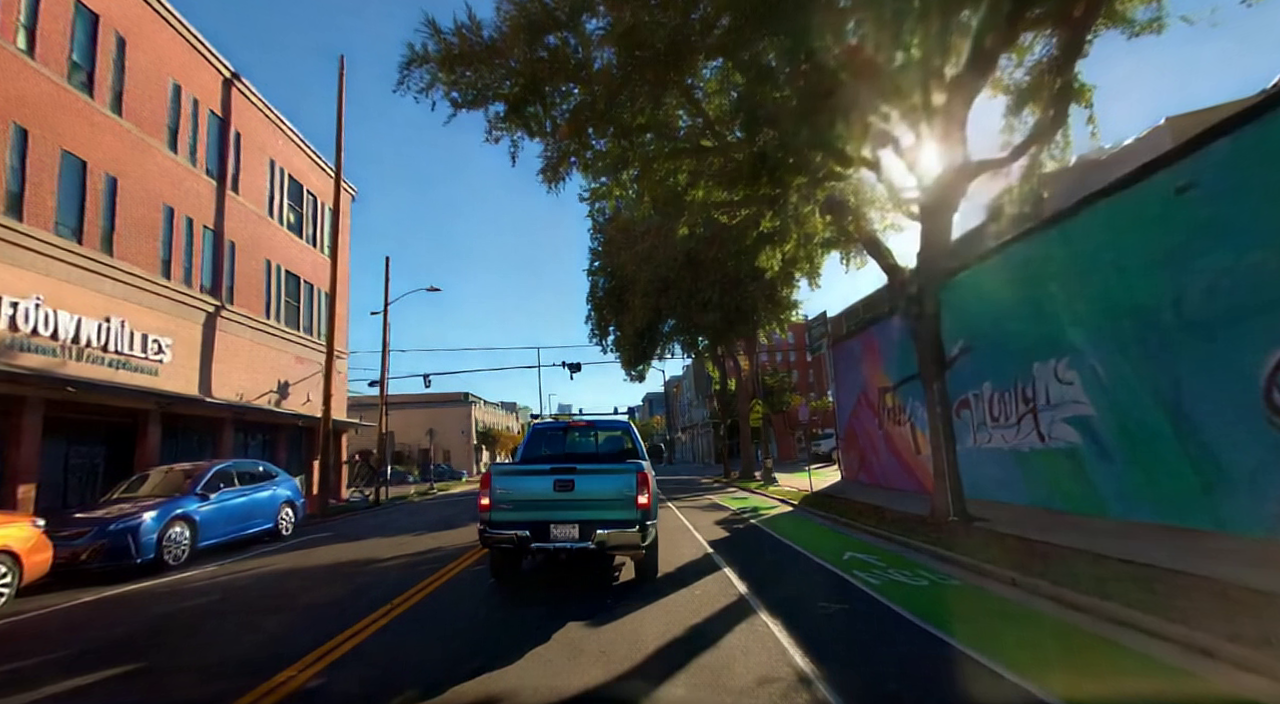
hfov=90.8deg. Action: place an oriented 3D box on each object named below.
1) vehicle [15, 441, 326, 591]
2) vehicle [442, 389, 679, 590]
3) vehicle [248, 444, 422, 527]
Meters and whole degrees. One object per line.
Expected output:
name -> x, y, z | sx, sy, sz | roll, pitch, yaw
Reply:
vehicle -> -7.168, 2.423, 10.385 | 1.882, 1.686, 4.489 | -6, -8, -3
vehicle -> -0.715, 1.633, 8.321 | 2.215, 1.882, 4.611 | 0, -8, 1
vehicle -> -7.396, 3.228, 16.058 | 1.884, 1.730, 5.076 | 0, -8, 0
